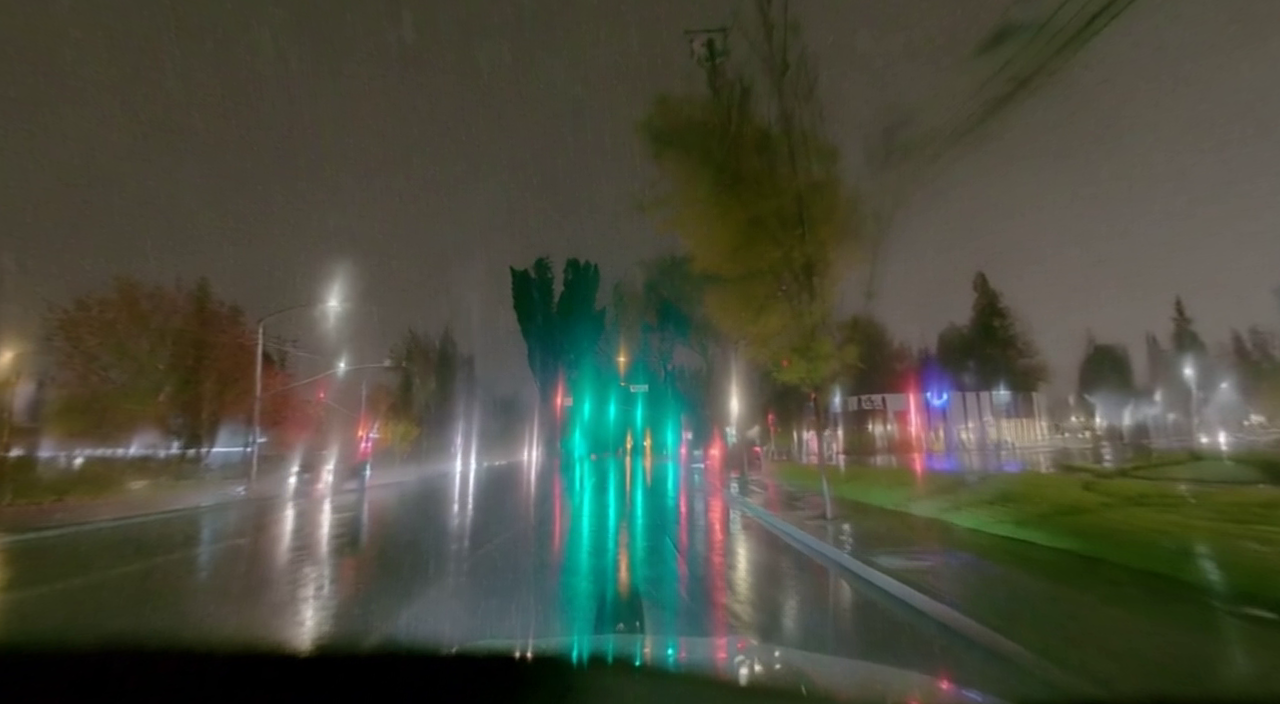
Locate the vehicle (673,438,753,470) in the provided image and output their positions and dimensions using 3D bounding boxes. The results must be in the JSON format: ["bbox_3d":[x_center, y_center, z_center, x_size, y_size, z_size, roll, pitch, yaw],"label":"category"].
[{"bbox_3d":[4.093,5.643,34.983,2.191,1.607,4.361,-8,-12,44],"label":"vehicle"}]

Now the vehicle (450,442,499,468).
[{"bbox_3d":[-12.318,7.710,47.201,2.333,1.775,4.889,0,-9,0],"label":"vehicle"}]

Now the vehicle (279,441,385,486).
[{"bbox_3d":[-12.638,4.578,26.220,2.145,1.660,4.423,0,-9,0],"label":"vehicle"}]
